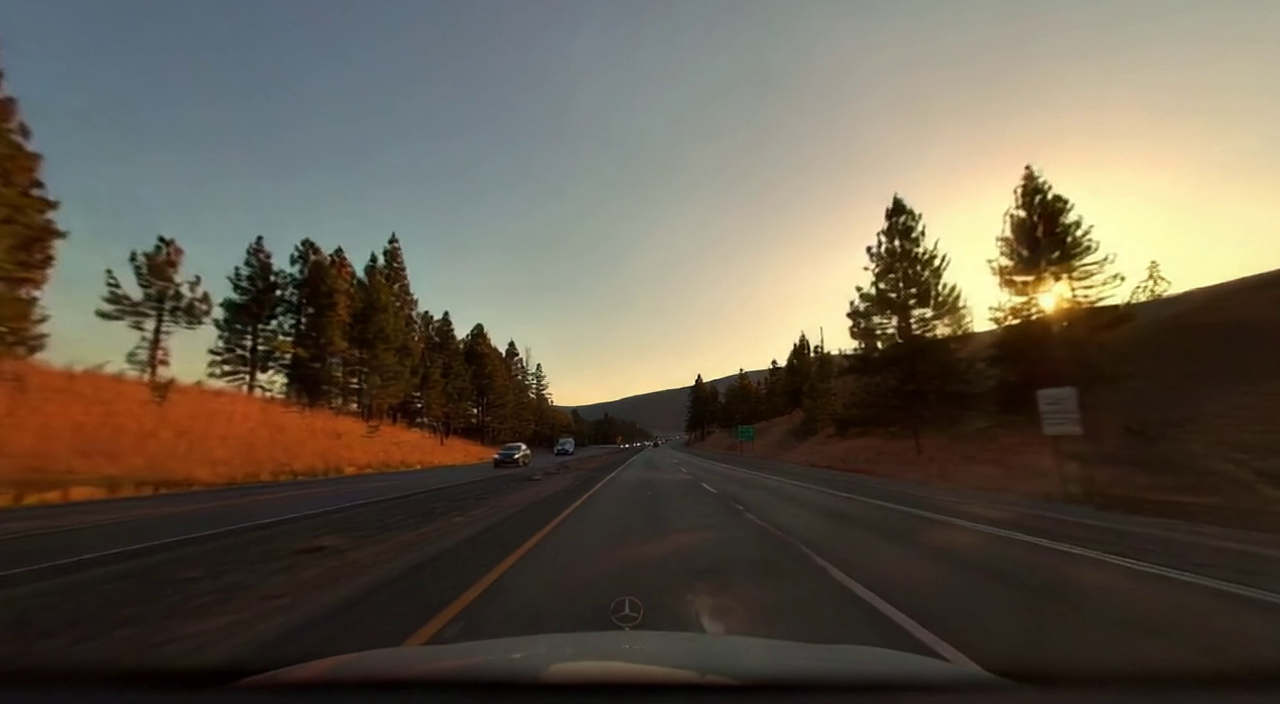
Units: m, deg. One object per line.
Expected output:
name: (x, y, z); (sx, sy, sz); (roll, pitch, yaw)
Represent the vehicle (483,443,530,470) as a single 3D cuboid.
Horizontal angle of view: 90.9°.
vehicle: (-8.570, 6.749, 40.863); (2.049, 1.635, 4.407); (0, -8, 1)
